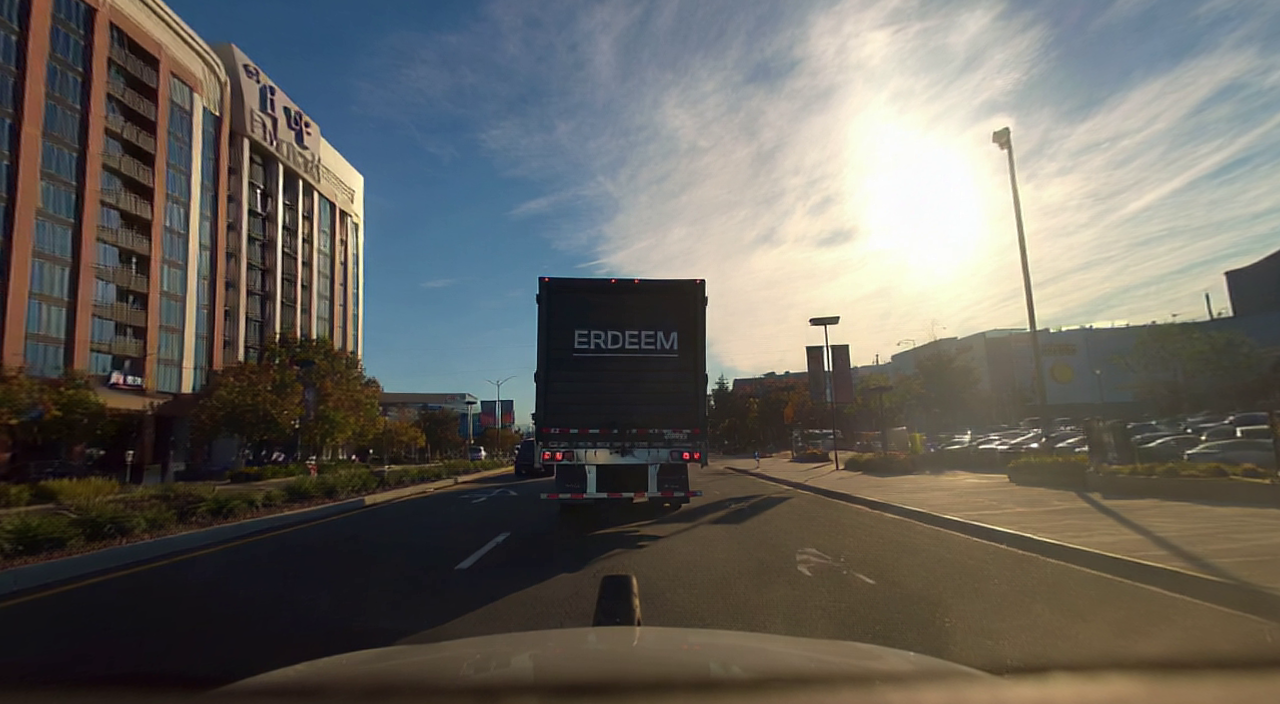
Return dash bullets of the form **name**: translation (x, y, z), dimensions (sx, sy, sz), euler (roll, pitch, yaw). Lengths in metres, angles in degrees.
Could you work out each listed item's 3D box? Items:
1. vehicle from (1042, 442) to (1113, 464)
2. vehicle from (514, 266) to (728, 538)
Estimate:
- **vehicle**: translation (31.381, 7.214, 45.157), dimensions (1.652, 1.423, 3.797), euler (5, -9, -35)
- **vehicle**: translation (-0.190, 1.266, 13.329), dimensions (2.876, 3.724, 9.351), euler (0, -8, 1)
